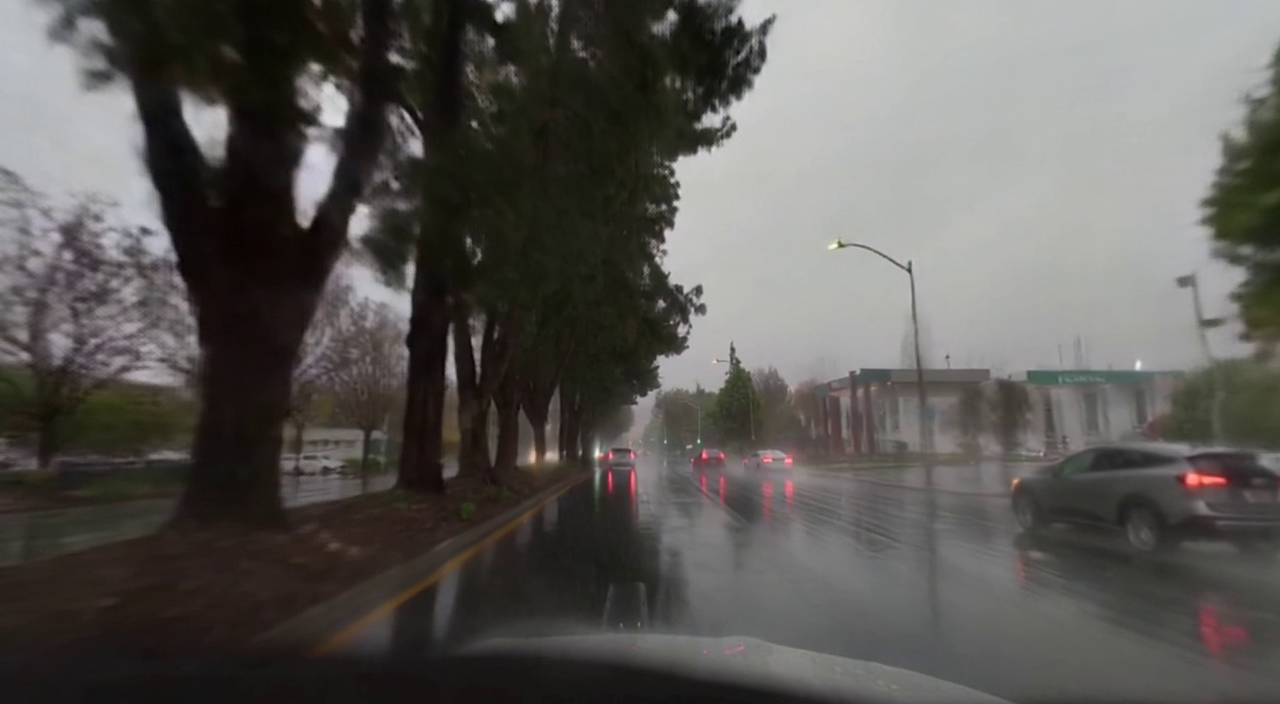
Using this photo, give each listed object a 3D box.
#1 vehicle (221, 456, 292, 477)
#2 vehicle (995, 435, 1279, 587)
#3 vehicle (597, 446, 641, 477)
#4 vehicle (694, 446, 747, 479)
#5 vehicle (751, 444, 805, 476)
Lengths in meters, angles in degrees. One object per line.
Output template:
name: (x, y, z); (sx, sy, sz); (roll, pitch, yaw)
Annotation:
vehicle: (-29.459, 8.793, 48.586); (4.320, 1.459, 1.860); (0, -8, 3)
vehicle: (7.228, 1.953, 8.738); (1.888, 1.508, 4.646); (0, -8, -1)
vehicle: (-1.055, 5.558, 32.353); (2.077, 1.477, 3.897); (0, -8, -1)
vehicle: (3.875, 5.367, 30.931); (2.020, 1.472, 3.958); (0, -8, -1)
vehicle: (7.669, 6.055, 35.598); (1.945, 1.687, 4.292); (0, -8, -2)
